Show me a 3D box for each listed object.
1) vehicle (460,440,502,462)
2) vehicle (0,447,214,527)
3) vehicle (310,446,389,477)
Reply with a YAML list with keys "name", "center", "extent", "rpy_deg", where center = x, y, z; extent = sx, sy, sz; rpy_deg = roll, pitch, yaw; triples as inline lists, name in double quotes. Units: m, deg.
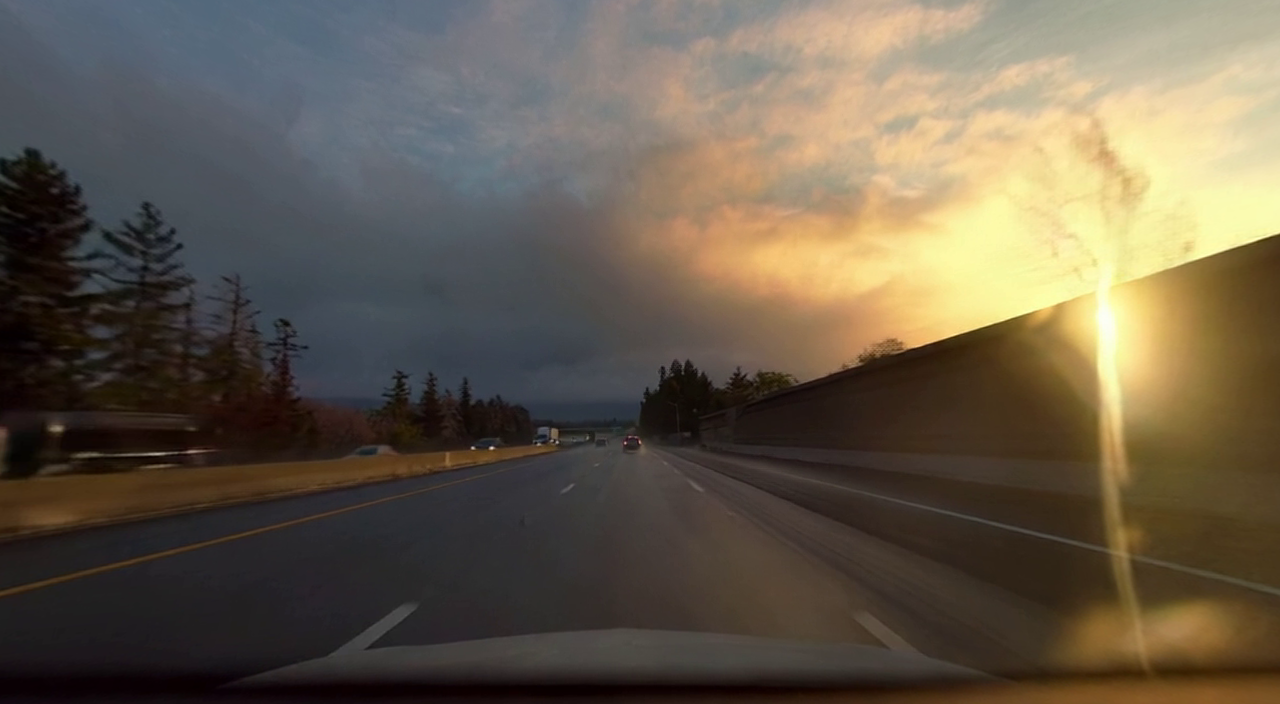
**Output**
- name: "vehicle"
  center: [-12.084, 7.541, 48.073]
  extent: [2.109, 1.557, 4.531]
  rpy_deg: [-1, -8, 0]
- name: "vehicle"
  center: [-12.327, 2.972, 14.512]
  extent: [1.962, 1.479, 4.434]
  rpy_deg: [-1, -8, -1]
- name: "vehicle"
  center: [-15.391, 5.808, 33.654]
  extent: [1.994, 1.466, 4.663]
  rpy_deg: [-1, -8, 0]
